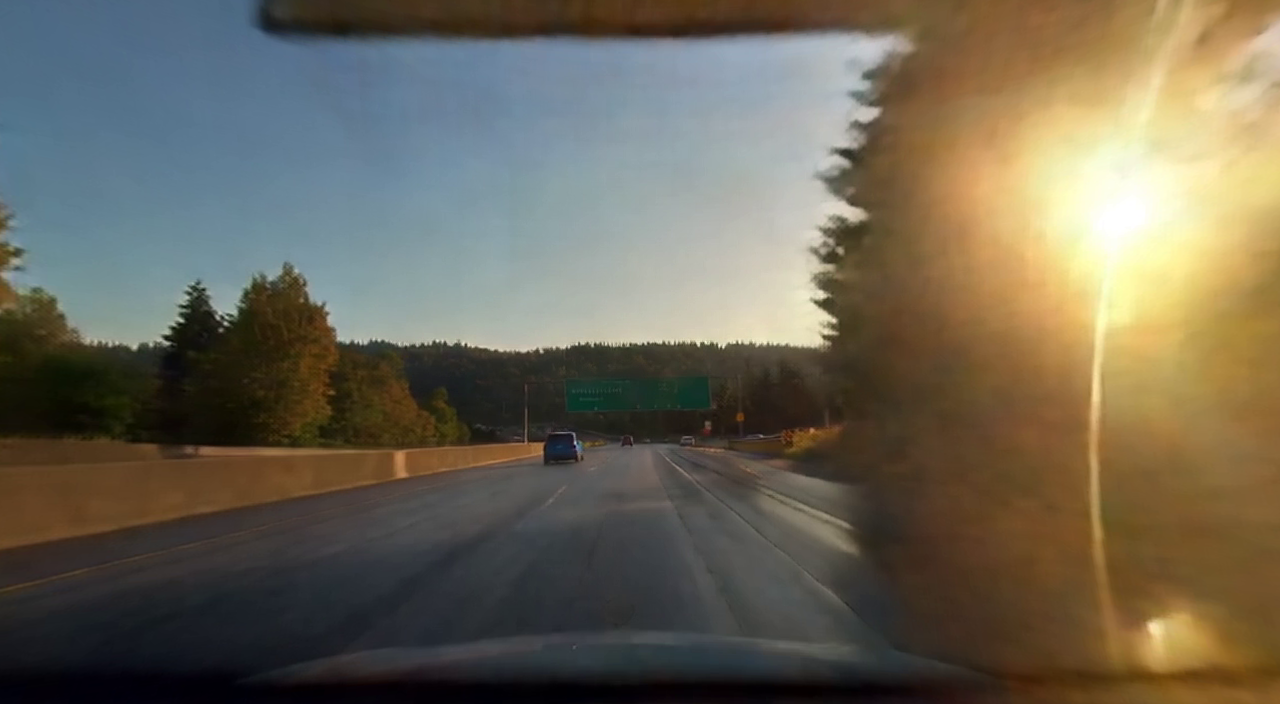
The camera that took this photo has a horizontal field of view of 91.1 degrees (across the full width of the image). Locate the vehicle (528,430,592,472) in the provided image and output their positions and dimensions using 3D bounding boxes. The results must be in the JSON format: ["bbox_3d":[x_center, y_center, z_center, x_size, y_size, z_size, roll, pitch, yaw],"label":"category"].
[{"bbox_3d":[-3.379,4.291,27.347,2.125,1.662,4.336,0,-8,1],"label":"vehicle"}]
